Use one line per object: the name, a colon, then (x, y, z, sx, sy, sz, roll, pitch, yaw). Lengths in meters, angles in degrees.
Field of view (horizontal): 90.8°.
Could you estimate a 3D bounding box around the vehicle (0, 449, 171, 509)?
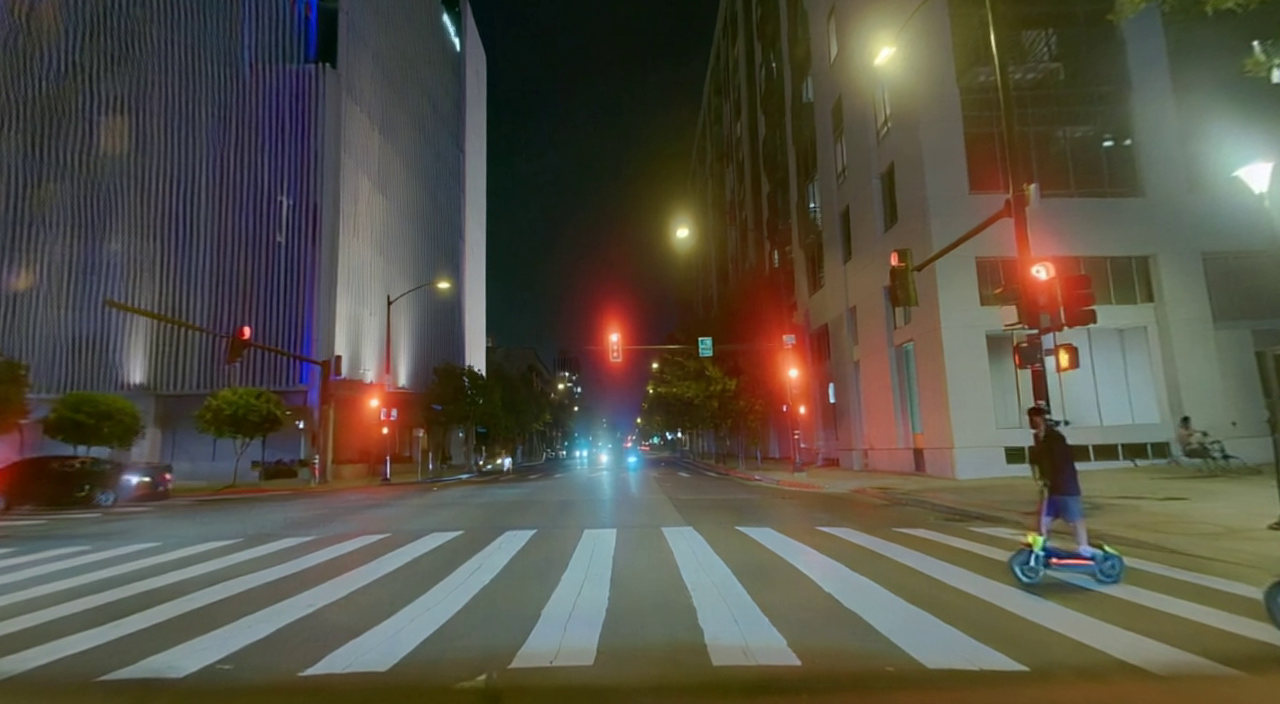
vehicle: (-17.194, 3.738, 18.845, 4.641, 1.616, 2.051, 0, -8, -2)
